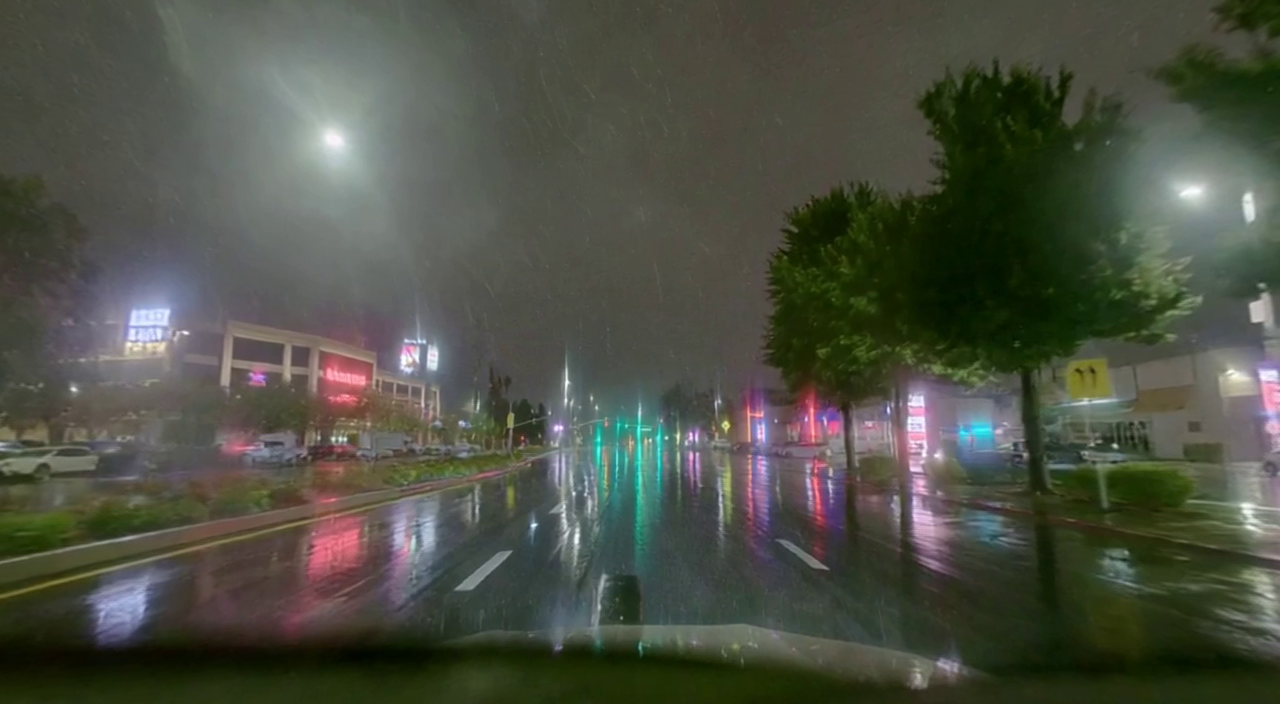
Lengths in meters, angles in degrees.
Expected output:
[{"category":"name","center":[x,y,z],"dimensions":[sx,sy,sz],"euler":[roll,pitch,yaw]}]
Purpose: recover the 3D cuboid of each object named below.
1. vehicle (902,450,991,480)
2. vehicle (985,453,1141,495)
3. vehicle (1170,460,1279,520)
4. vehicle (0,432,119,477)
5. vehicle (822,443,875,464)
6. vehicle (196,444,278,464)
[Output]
[{"category":"vehicle","center":[16.911,6.214,34.967],"dimensions":[3.889,1.590,1.950],"euler":[0,-8,0]},{"category":"vehicle","center":[17.207,4.975,25.930],"dimensions":[4.711,1.494,2.224],"euler":[-2,-9,3]},{"category":"vehicle","center":[17.651,3.725,17.301],"dimensions":[4.399,1.480,2.045],"euler":[0,-8,-1]},{"category":"vehicle","center":[-29.115,4.903,30.408],"dimensions":[2.423,1.933,6.673],"euler":[0,-9,0]},{"category":"vehicle","center":[15.796,7.697,48.073],"dimensions":[1.936,1.464,4.867],"euler":[1,-8,-6]},{"category":"vehicle","center":[-30.368,7.683,47.676],"dimensions":[4.880,1.464,1.953],"euler":[0,-8,1]}]
